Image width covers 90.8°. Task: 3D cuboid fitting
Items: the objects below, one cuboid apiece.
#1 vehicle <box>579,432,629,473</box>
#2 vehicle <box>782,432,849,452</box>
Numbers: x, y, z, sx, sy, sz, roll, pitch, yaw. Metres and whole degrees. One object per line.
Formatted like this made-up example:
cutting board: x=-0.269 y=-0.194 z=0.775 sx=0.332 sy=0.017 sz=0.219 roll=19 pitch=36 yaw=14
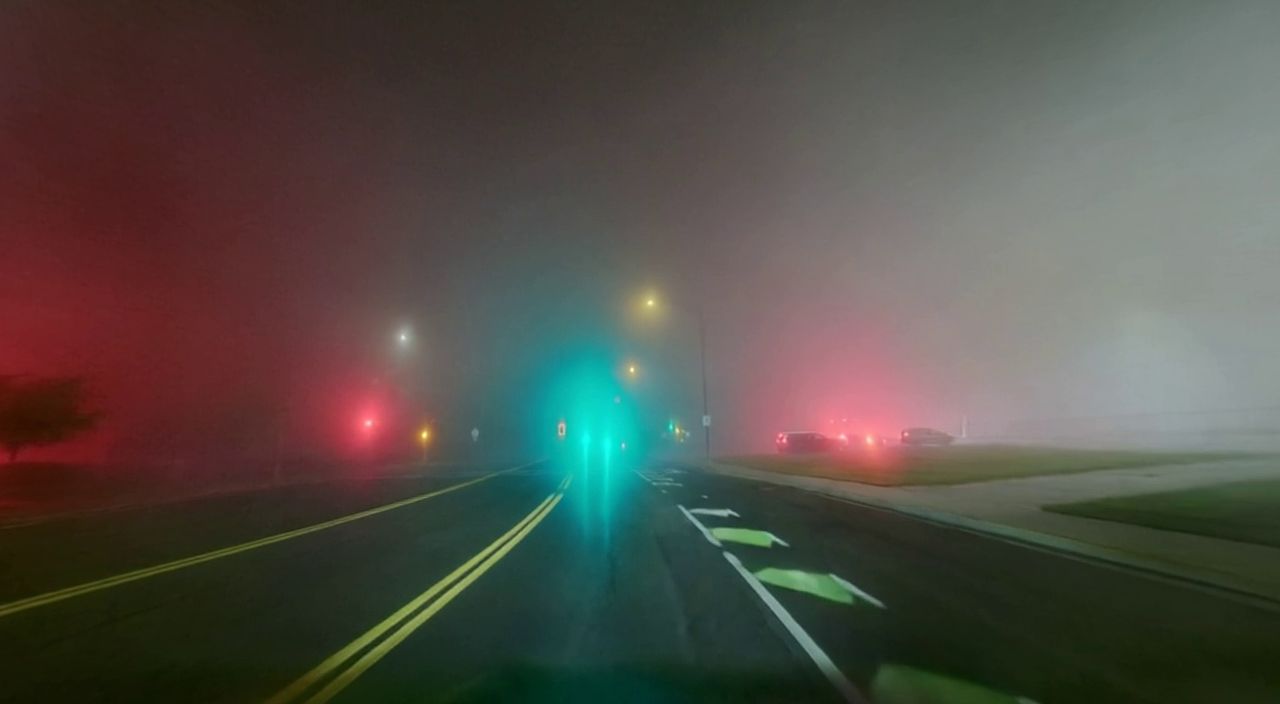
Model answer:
vehicle: x=-1.731 y=4.880 z=30.846 sx=2.230 sy=1.827 sz=4.298 roll=0 pitch=-8 yaw=-2
vehicle: x=13.091 y=6.741 z=47.361 sx=4.486 sy=1.494 sz=1.802 roll=0 pitch=-8 yaw=2
